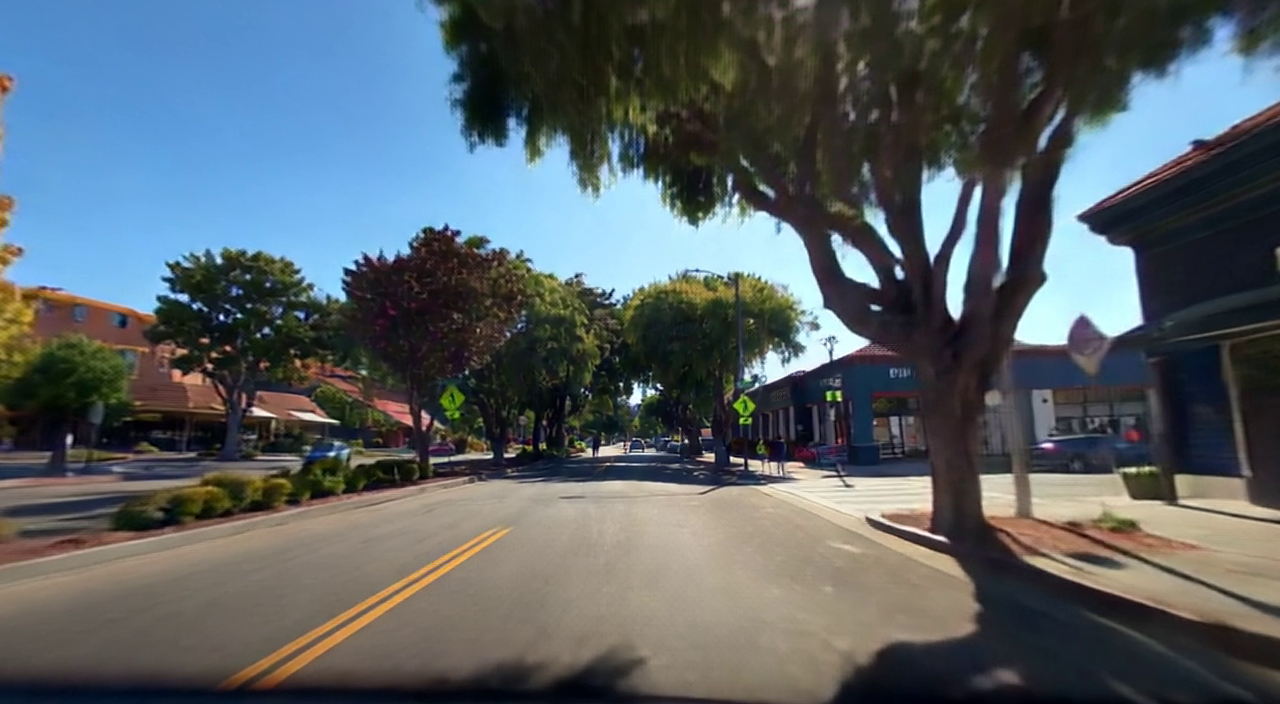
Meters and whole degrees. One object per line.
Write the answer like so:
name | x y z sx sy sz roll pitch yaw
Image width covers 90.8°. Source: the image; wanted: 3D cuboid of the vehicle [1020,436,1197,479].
vehicle | 16.713 3.754 22.775 4.563 1.457 2.139 -1 -7 6
